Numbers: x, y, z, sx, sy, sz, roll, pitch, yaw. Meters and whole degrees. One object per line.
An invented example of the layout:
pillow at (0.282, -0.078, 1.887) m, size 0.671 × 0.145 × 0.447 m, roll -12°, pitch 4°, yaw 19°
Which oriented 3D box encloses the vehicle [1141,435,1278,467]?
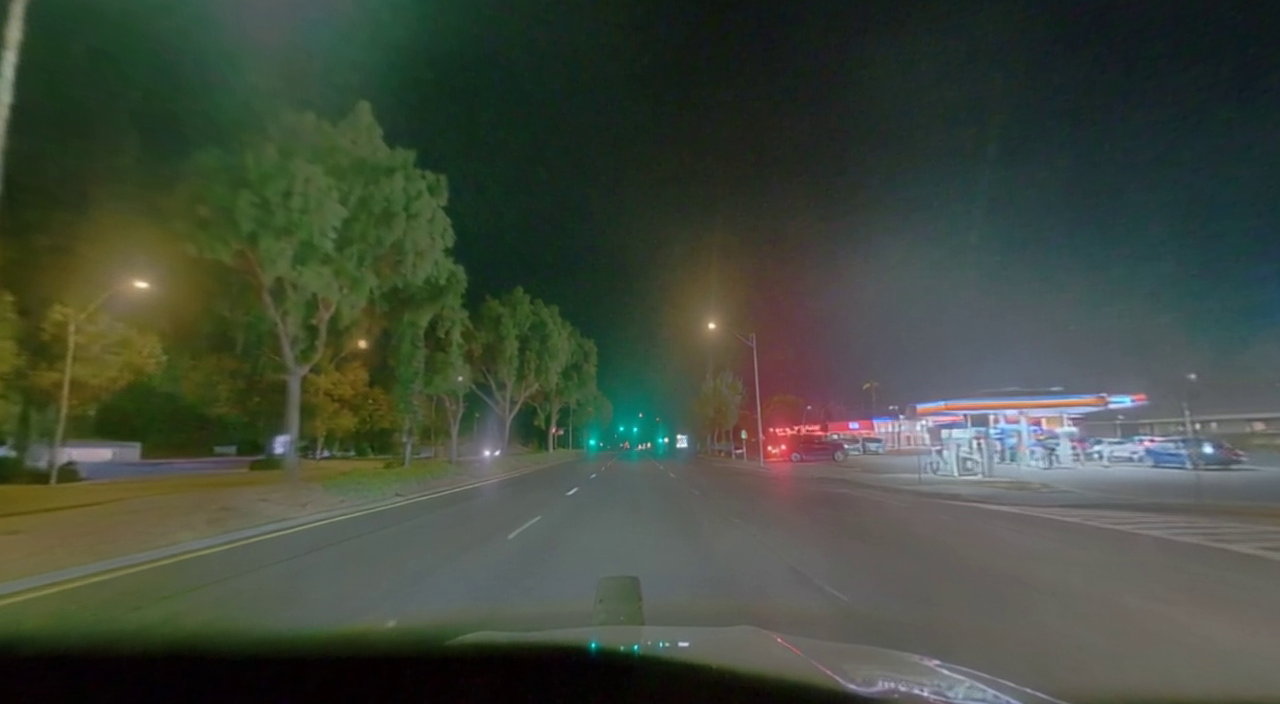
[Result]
vehicle at (27.470, 4.778, 30.585) m, size 4.610 × 1.467 × 2.005 m, roll 0°, pitch -8°, yaw 1°

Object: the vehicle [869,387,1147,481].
vehicle at (14.230, 3.262, 25.014) m, size 9.127 × 3.409 × 2.992 m, roll 1°, pitch -8°, yaw -2°

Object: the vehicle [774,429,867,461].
vehicle at (13.118, 6.812, 46.313) m, size 6.063 × 2.313 × 2.534 m, roll 0°, pitch -8°, yaw 1°
